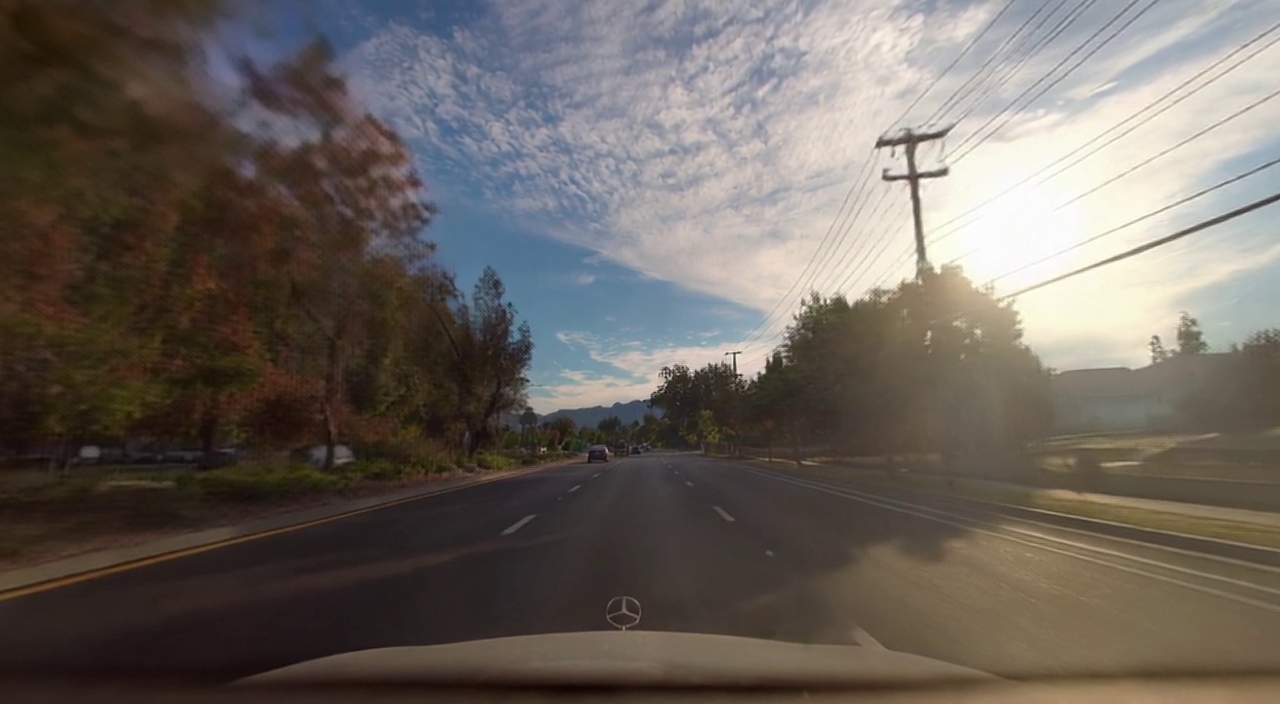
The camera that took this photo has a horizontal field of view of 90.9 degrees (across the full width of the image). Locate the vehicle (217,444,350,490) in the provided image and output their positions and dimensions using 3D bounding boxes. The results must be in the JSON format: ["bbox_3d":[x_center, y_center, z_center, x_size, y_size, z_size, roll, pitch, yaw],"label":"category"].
[{"bbox_3d":[-12.657,4.082,22.824,2.032,1.470,4.665,0,-9,1],"label":"vehicle"}]

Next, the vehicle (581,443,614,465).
[{"bbox_3d":[-2.972,7.257,45.036,2.007,1.514,4.049,0,-9,1],"label":"vehicle"}]
